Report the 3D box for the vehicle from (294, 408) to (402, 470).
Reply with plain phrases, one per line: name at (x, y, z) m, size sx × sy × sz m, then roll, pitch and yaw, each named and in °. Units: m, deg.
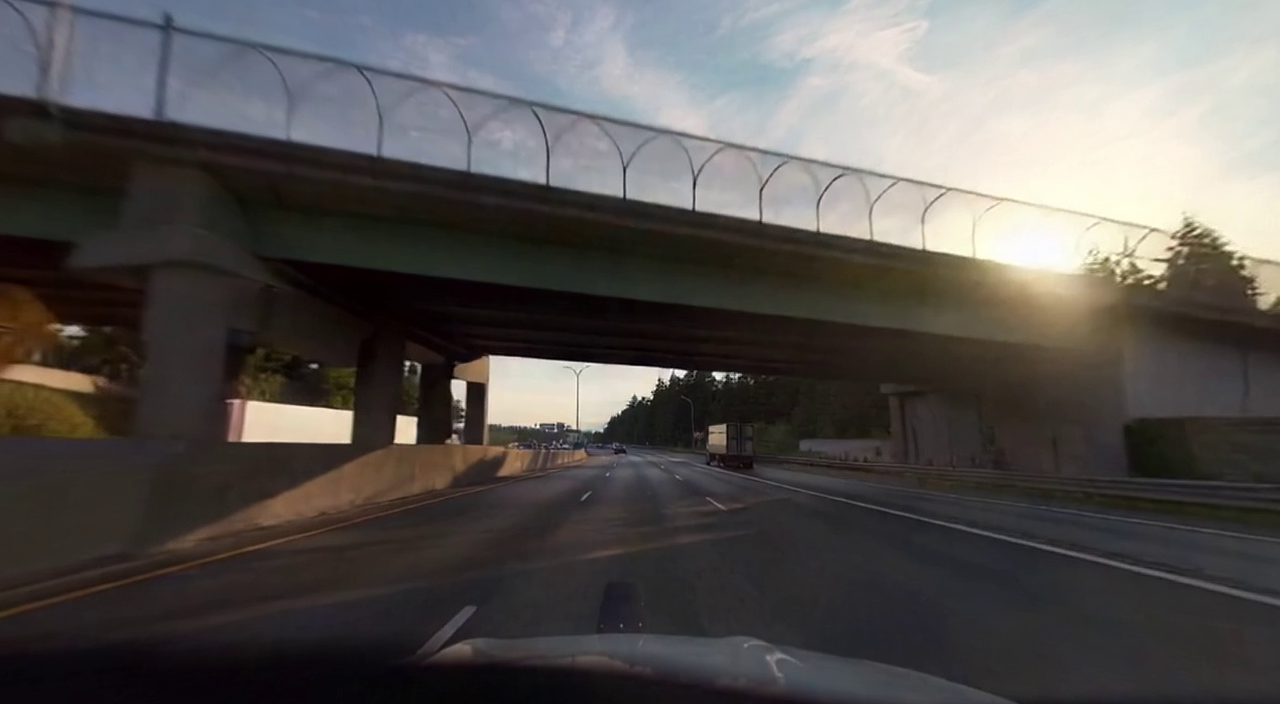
vehicle at (-15.904, 4.893, 34.965) m, size 2.704 × 3.067 × 6.758 m, roll 0°, pitch -9°, yaw 0°
